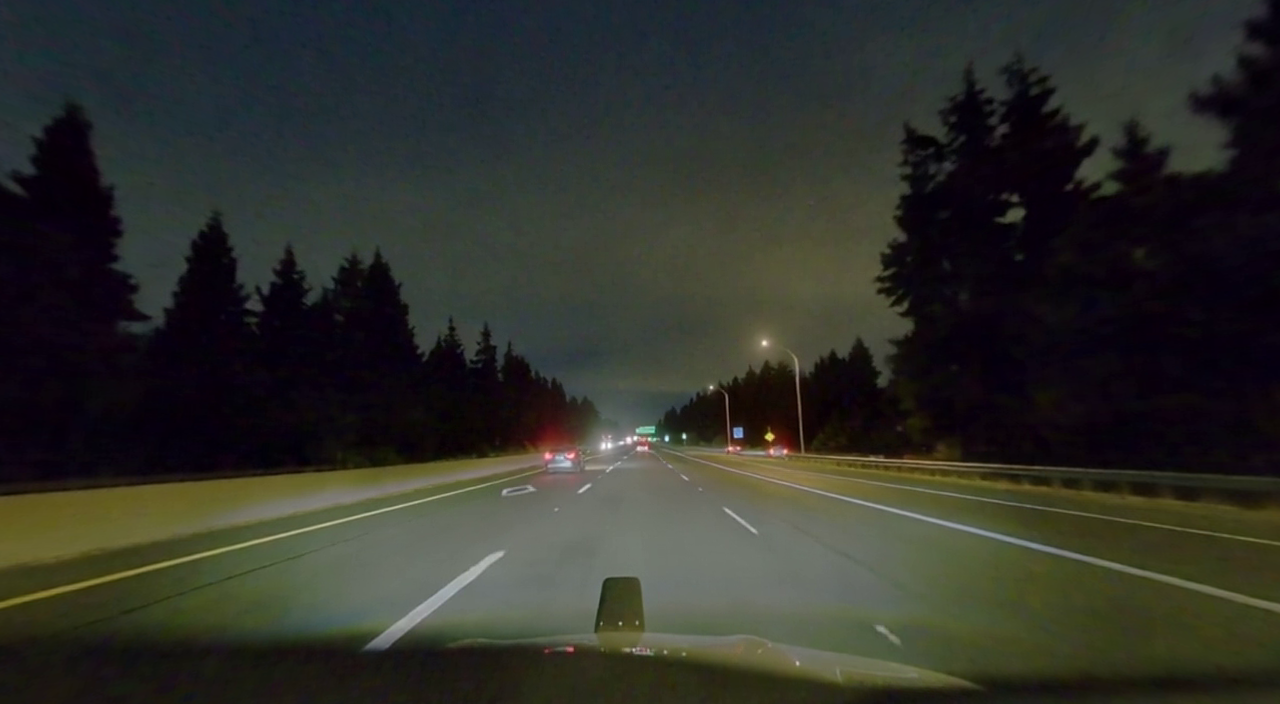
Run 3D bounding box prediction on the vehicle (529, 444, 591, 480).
[{"bbox_3d":[-3.556,5.015,28.945,2.162,1.493,4.583,0,-9,1],"label":"vehicle"}]
